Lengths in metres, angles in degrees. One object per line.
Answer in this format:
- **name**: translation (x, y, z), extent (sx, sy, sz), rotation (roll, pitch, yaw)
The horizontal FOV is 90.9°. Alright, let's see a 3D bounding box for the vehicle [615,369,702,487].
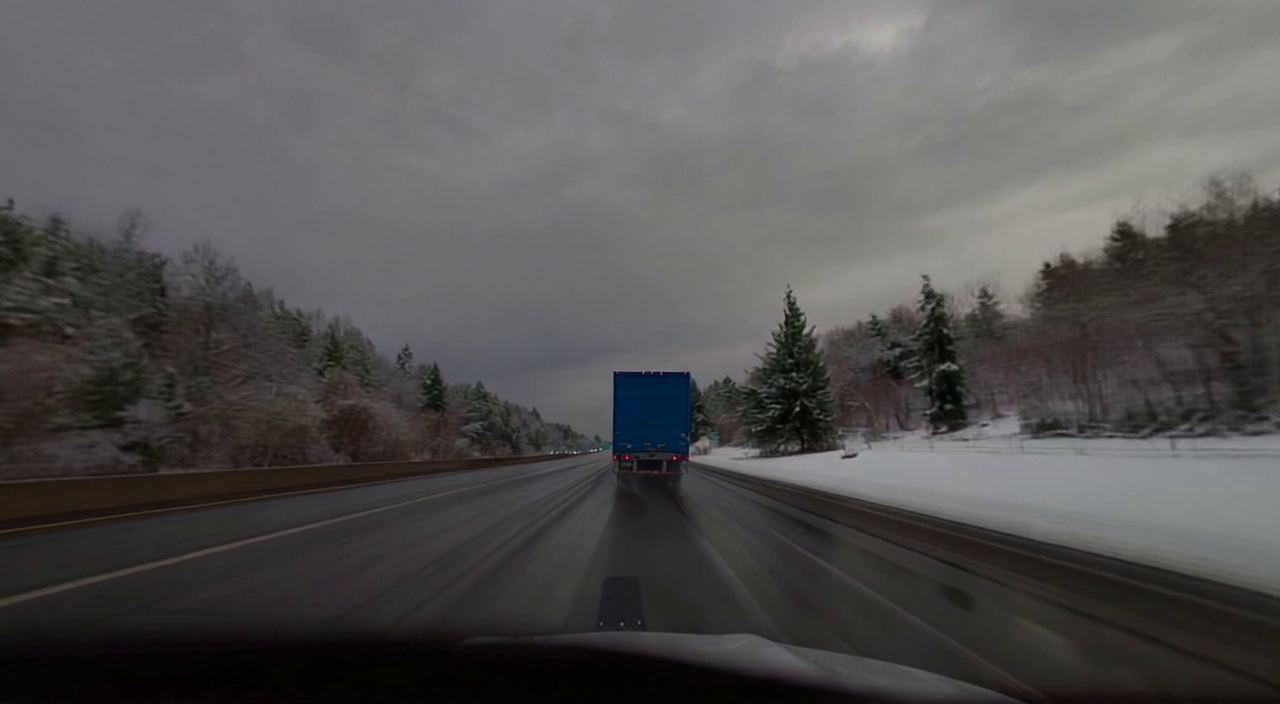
- **vehicle**: translation (0.551, 3.314, 26.350), extent (2.898, 3.973, 10.063), rotation (0, -9, -1)
